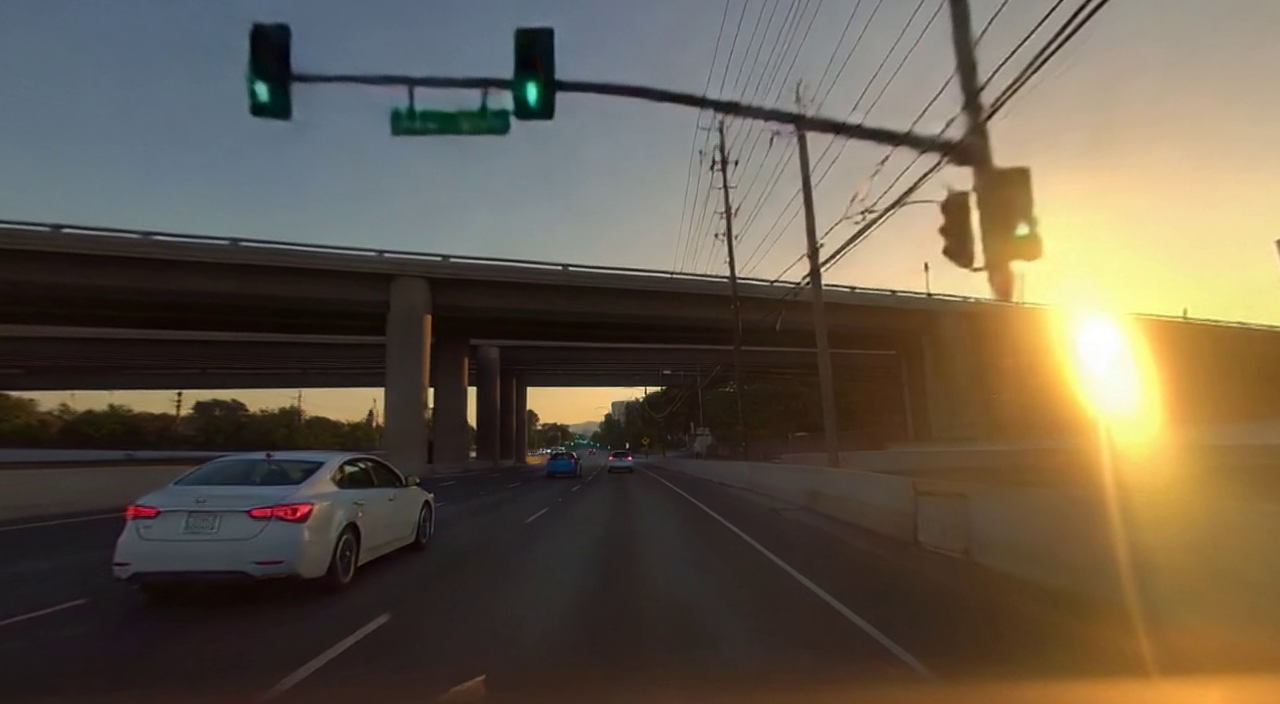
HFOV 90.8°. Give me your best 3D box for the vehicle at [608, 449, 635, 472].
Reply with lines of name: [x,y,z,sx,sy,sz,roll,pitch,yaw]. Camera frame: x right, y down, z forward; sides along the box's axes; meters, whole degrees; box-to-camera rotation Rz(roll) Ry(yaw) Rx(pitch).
vehicle: [-1.417,8.192,47.837,1.985,1.565,3.968,0,-8,-2]

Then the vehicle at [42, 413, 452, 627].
vehicle: [-3.743,1.644,7.191,1.925,1.666,4.271,0,-8,-1]

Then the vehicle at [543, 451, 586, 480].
vehicle: [-4.059,6.151,34.582,1.946,1.437,4.154,0,-8,-1]
